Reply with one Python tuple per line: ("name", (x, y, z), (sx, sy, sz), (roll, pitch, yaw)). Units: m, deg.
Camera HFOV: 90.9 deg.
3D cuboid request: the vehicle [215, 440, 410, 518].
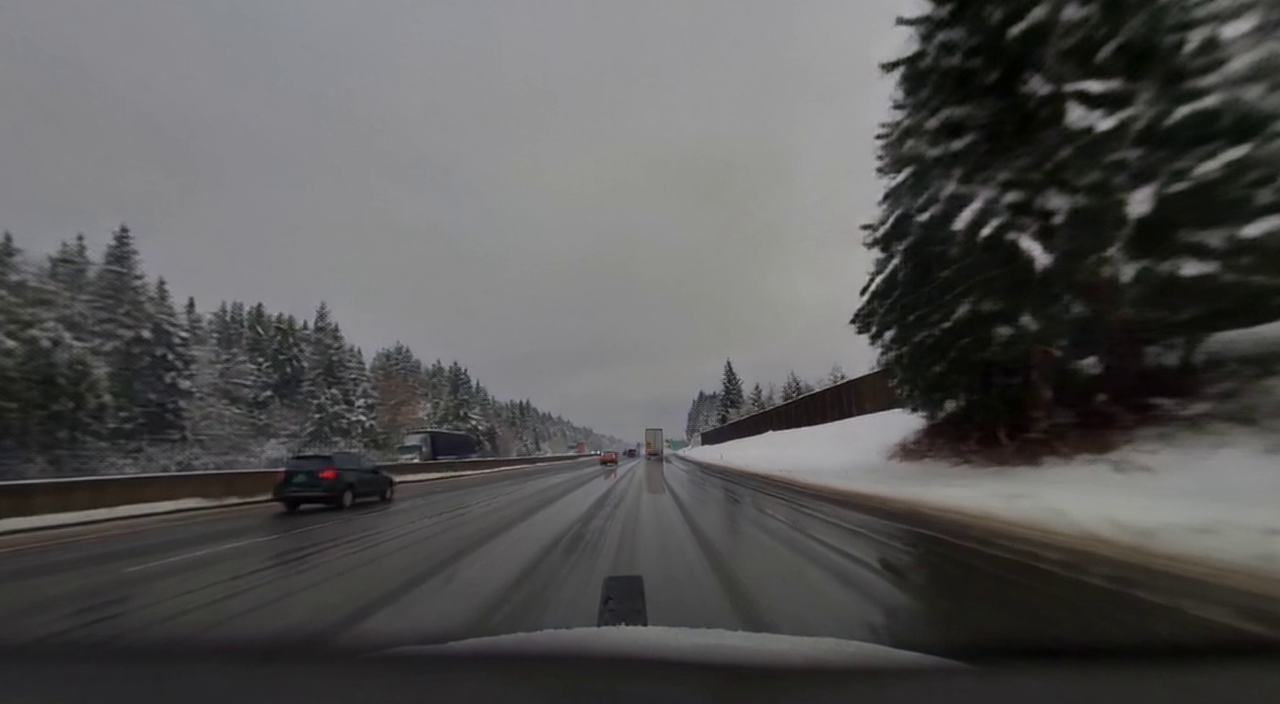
("vehicle", (-7.284, 2.855, 14.681), (2.031, 1.521, 4.503), (0, -9, 1))
